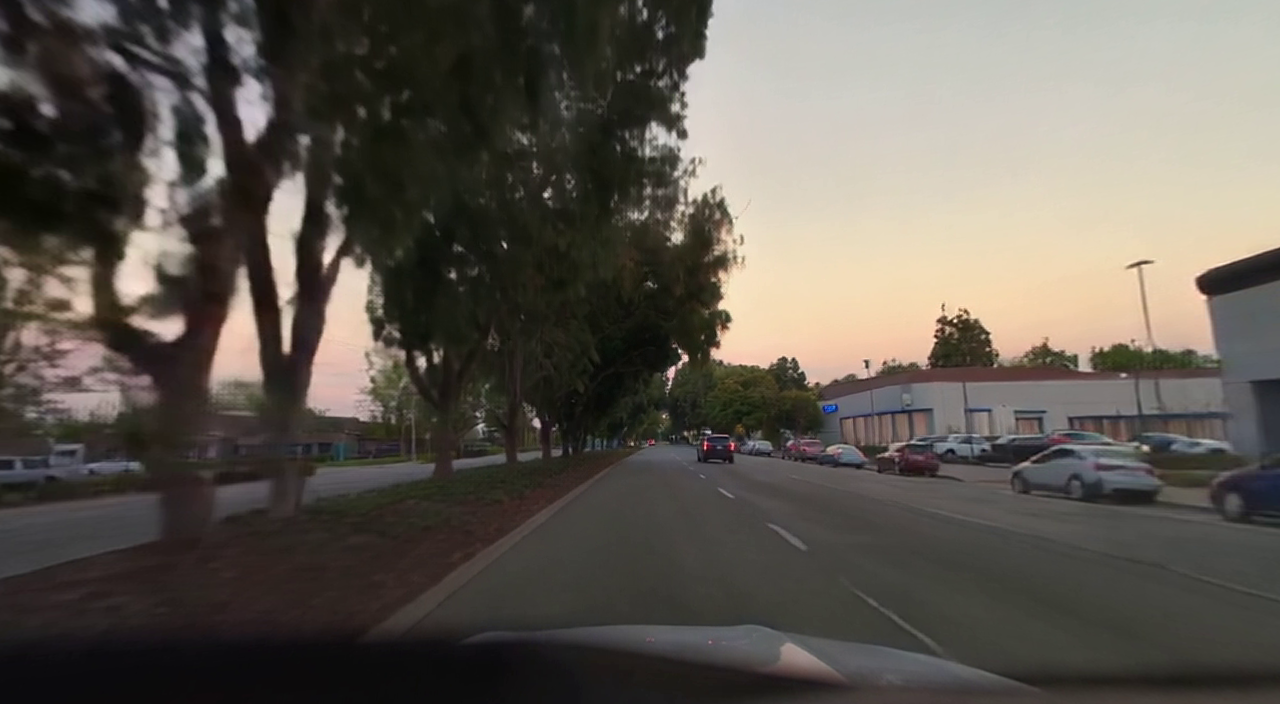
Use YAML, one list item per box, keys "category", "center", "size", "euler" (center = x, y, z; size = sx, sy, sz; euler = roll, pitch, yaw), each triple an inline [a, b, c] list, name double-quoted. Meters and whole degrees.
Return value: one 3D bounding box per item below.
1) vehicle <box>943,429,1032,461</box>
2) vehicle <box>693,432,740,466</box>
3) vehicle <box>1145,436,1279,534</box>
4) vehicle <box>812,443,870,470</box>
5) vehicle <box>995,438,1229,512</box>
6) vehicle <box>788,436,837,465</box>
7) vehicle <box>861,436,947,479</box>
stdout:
- category: "vehicle"
  center: [20.313, 5.473, 37.101]
  size: [2.116, 1.731, 4.835]
  euler: [1, -8, -6]
- category: "vehicle"
  center: [4.401, 5.657, 37.007]
  size: [2.183, 1.845, 4.482]
  euler: [0, -8, 0]
- category: "vehicle"
  center: [10.651, 2.061, 9.811]
  size: [1.842, 1.474, 4.456]
  euler: [0, -8, 0]
- category: "vehicle"
  center: [11.116, 5.776, 35.073]
  size: [1.824, 1.364, 4.238]
  euler: [0, -8, 0]
- category: "vehicle"
  center: [10.838, 2.819, 15.080]
  size: [1.894, 1.469, 4.730]
  euler: [0, -8, -1]
- category: "vehicle"
  center: [11.246, 6.470, 41.518]
  size: [1.959, 1.751, 4.961]
  euler: [0, -8, 2]
- category: "vehicle"
  center: [10.958, 4.393, 26.527]
  size: [1.958, 1.654, 4.258]
  euler: [0, -8, 3]
